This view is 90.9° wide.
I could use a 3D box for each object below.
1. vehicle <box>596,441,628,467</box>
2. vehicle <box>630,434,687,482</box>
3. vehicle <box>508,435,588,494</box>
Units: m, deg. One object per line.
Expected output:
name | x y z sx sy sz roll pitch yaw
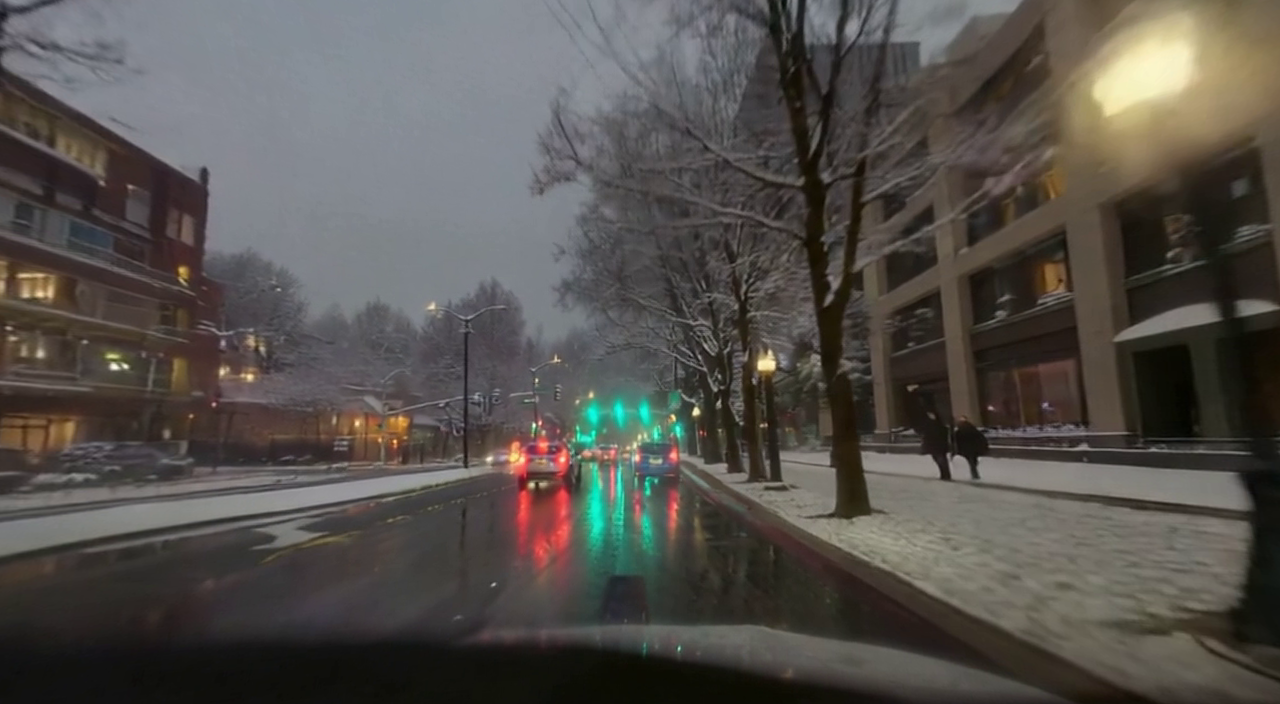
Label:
vehicle | -2.107 7.801 48.409 2.220 1.847 4.587 0 -8 0
vehicle | 0.697 4.239 25.415 2.120 1.758 3.917 0 -8 1
vehicle | -2.906 3.625 20.681 1.940 1.722 3.823 0 -8 2
